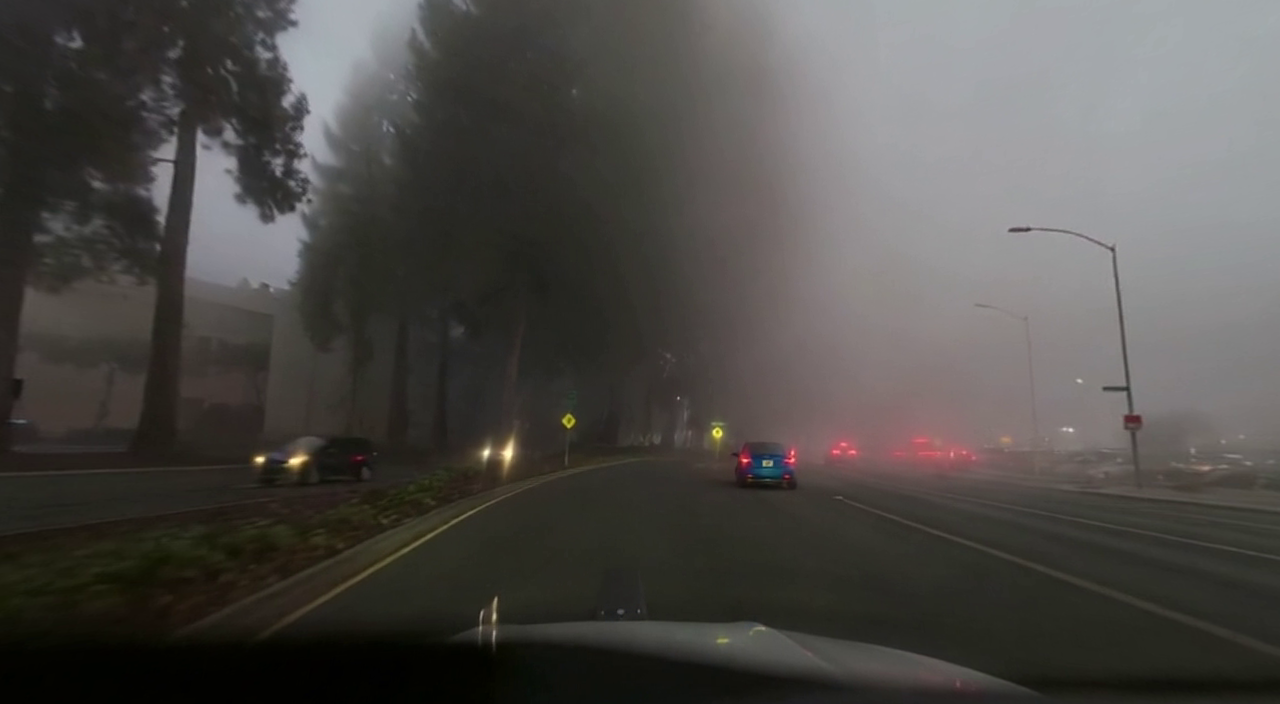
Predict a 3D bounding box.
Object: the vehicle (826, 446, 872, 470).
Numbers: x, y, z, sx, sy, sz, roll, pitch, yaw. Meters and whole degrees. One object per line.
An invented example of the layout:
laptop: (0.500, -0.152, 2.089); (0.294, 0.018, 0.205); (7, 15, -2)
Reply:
vehicle: (13.713, 6.947, 41.485); (1.928, 1.488, 4.361); (-1, -9, 5)

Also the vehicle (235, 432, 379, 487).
vehicle: (-10.592, 3.446, 20.516); (1.990, 1.581, 4.706); (0, -9, 2)

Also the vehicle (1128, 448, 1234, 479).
vehicle: (27.328, 5.593, 31.825); (4.327, 1.466, 1.787); (2, -8, -14)

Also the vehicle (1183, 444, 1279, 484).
vehicle: (28.096, 5.151, 29.310); (4.544, 1.677, 1.963); (2, -7, -16)

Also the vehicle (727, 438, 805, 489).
vehicle: (4.343, 3.893, 22.389); (2.145, 1.603, 4.369); (0, -9, 4)

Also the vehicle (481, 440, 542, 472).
vehicle: (-6.870, 5.595, 34.084); (1.873, 1.625, 4.104); (-1, -9, 8)
